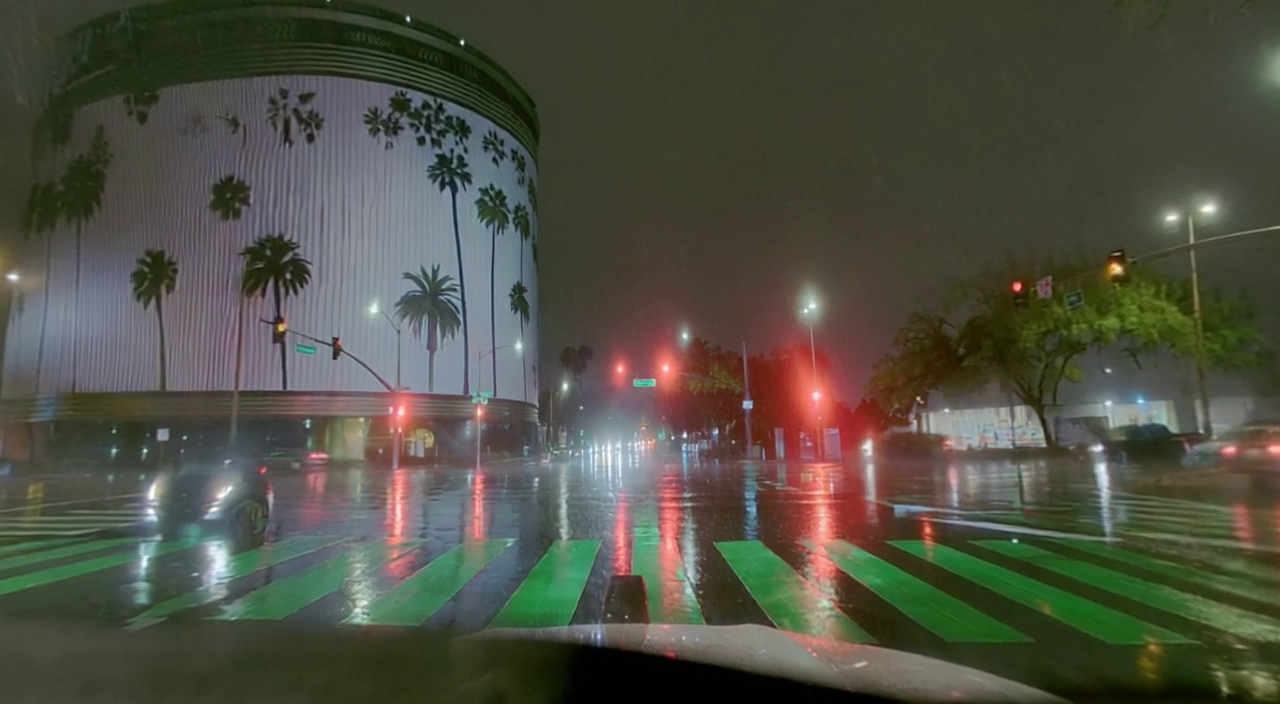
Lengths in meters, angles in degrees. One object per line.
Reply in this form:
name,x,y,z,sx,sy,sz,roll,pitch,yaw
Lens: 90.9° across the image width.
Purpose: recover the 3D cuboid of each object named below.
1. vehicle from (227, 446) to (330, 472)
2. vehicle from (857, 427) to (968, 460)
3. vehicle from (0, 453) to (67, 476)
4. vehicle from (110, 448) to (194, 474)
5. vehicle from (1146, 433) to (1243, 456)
vehicle,-21.178,6.287,37.013,4.893,1.458,1.791,0,-8,-1
vehicle,15.944,5.385,37.104,5.477,1.880,2.125,0,-8,1
vehicle,-41.633,7.607,42.794,3.698,1.508,1.779,0,-8,1
vehicle,-33.060,7.400,42.779,4.136,1.661,1.857,0,-8,0
vehicle,36.186,6.026,41.225,4.606,1.449,1.687,0,-8,2
